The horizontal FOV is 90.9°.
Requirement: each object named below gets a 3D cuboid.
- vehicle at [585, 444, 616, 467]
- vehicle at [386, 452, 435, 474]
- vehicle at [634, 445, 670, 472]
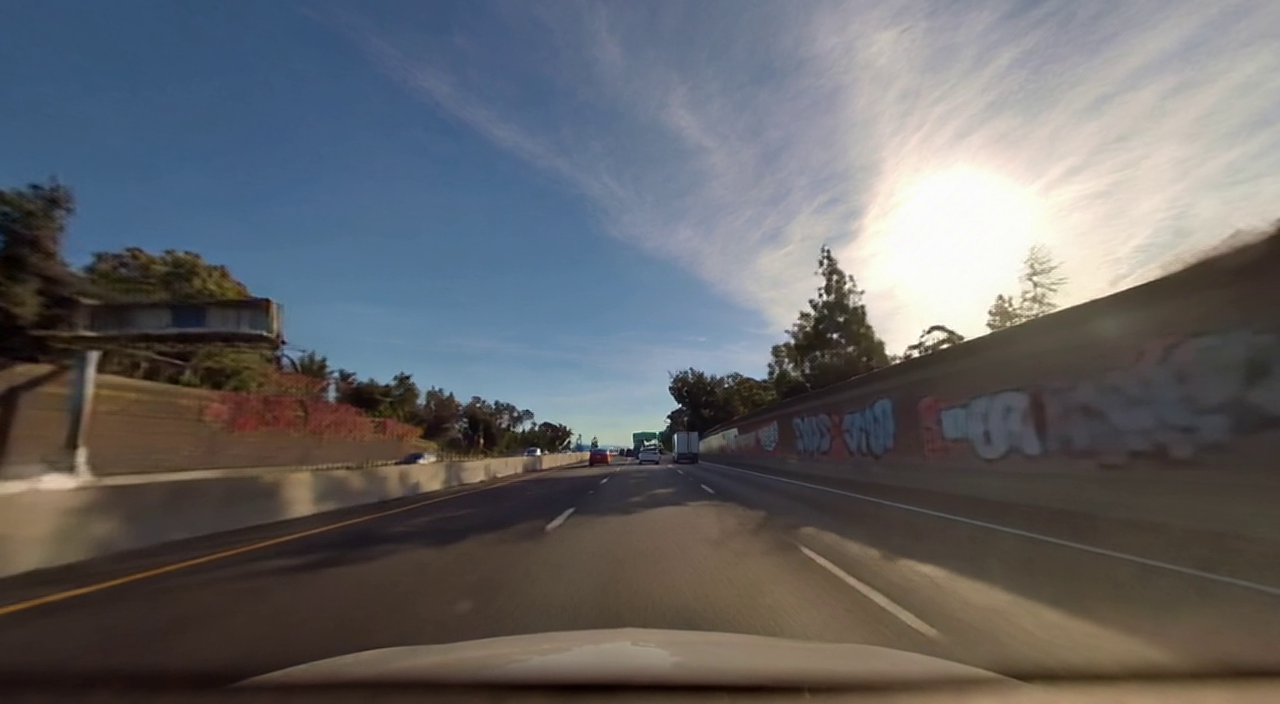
[{"bbox_3d":[-2.971,7.937,48.500,2.095,1.671,4.193,0,-9,0],"label":"vehicle"},{"bbox_3d":[-16.346,7.903,45.116,1.884,1.462,4.122,0,-9,0],"label":"vehicle"},{"bbox_3d":[0.661,6.282,37.216,2.009,1.506,4.091,0,-9,0],"label":"vehicle"}]
